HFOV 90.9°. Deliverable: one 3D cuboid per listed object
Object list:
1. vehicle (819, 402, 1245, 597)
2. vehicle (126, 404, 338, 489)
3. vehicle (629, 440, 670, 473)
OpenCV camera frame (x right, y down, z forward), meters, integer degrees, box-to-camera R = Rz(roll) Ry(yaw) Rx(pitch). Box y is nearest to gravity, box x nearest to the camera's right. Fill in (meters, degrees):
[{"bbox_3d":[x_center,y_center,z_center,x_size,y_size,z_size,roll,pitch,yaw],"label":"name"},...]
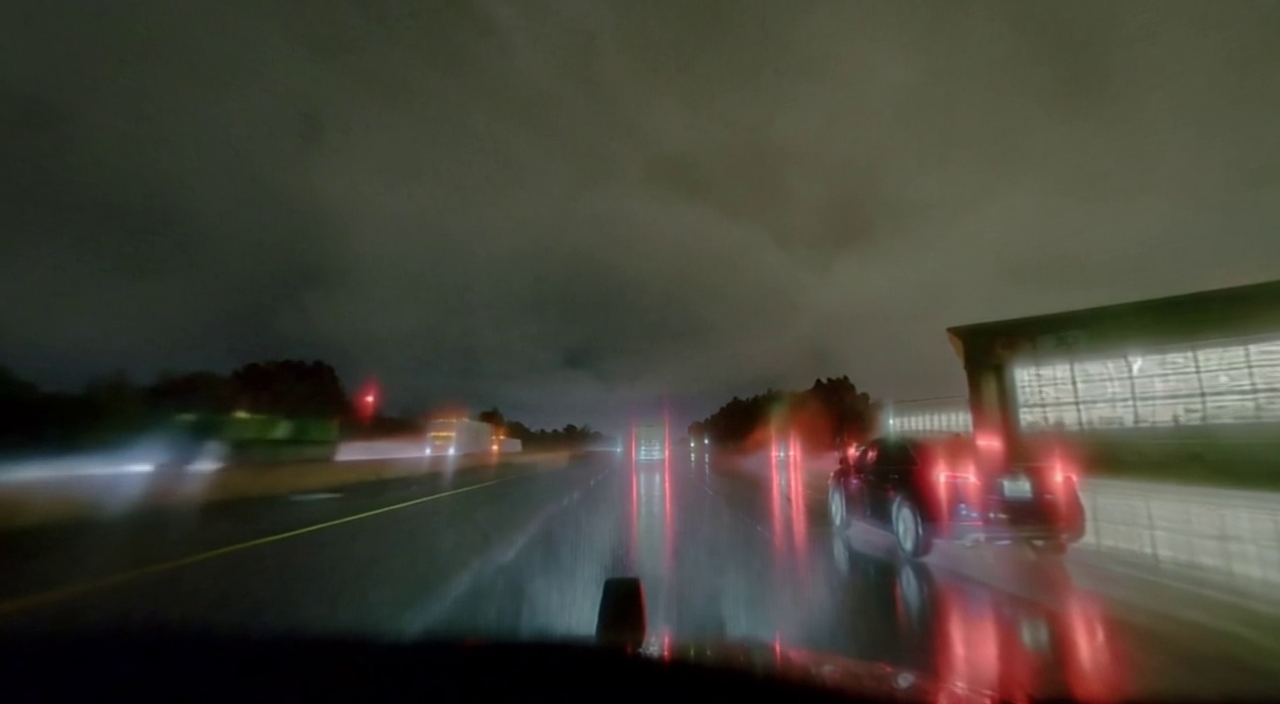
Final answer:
[{"bbox_3d":[3.959,1.610,7.792,2.008,1.595,5.082,0,-9,0],"label":"vehicle"},{"bbox_3d":[-12.150,2.948,19.580,2.304,2.203,6.144,0,-9,2],"label":"vehicle"},{"bbox_3d":[0.453,5.472,33.117,2.015,1.639,4.086,0,-9,0],"label":"vehicle"}]
